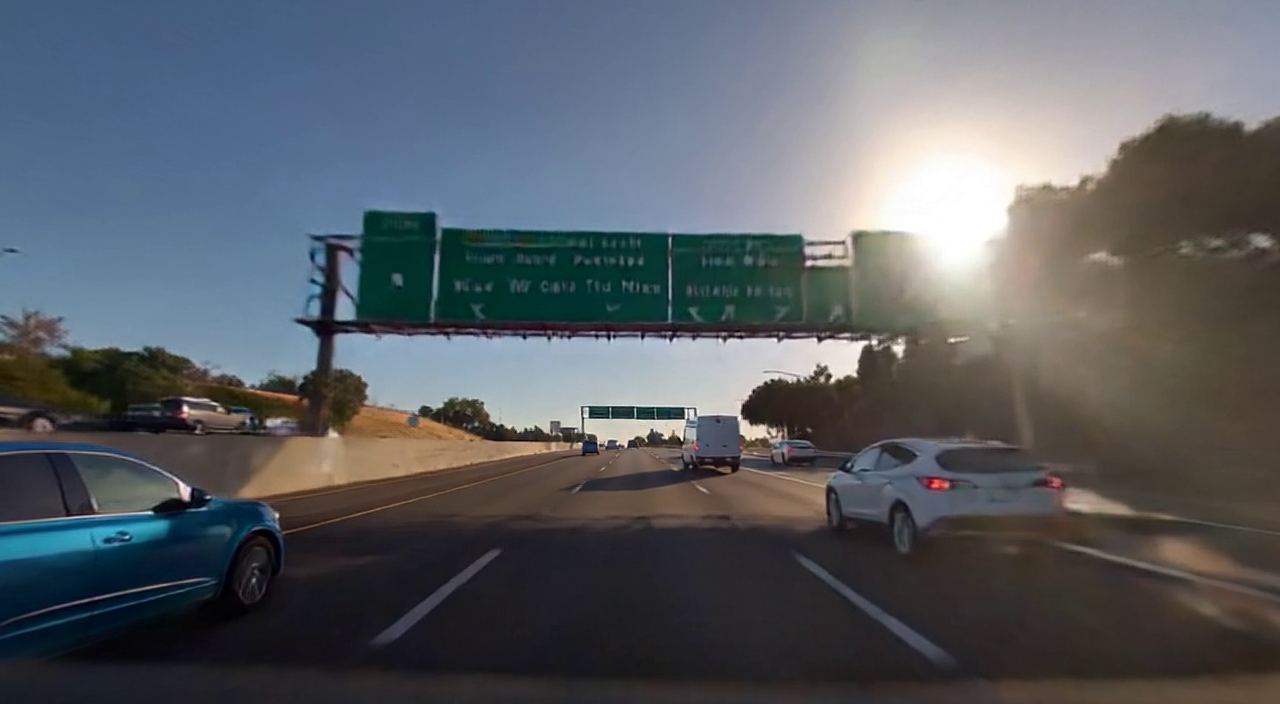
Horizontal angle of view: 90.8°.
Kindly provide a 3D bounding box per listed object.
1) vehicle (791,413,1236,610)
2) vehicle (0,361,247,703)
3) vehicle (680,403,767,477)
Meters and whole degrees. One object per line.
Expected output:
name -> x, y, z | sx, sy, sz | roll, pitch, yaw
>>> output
vehicle -> 3.525, 1.611, 7.503 | 2.108, 1.509, 5.059 | 0, -8, -1
vehicle -> -3.899, 0.817, 2.473 | 2.000, 1.646, 4.201 | 0, -8, 0
vehicle -> 3.272, 3.742, 26.688 | 2.629, 2.718, 6.740 | 0, -8, -1
